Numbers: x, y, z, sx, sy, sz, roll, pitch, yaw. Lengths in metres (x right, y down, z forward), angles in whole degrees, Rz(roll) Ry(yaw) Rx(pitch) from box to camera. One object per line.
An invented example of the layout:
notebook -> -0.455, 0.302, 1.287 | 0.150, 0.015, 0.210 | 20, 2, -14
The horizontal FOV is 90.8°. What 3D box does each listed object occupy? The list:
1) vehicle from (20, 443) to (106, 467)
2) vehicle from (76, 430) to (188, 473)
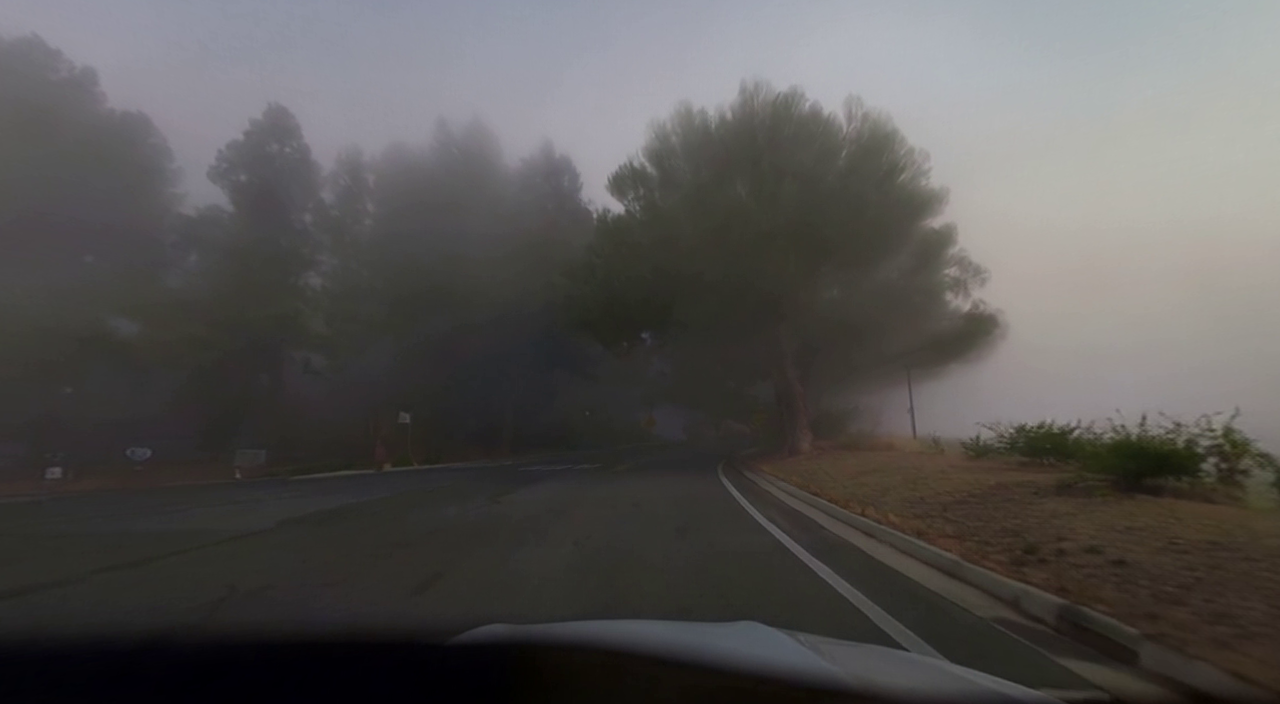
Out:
vehicle -> -39.519, 7.046, 43.306 | 4.258, 1.584, 1.843 | -1, -9, 5
vehicle -> -28.202, 5.493, 35.152 | 4.733, 1.892, 1.939 | -4, -4, 2
